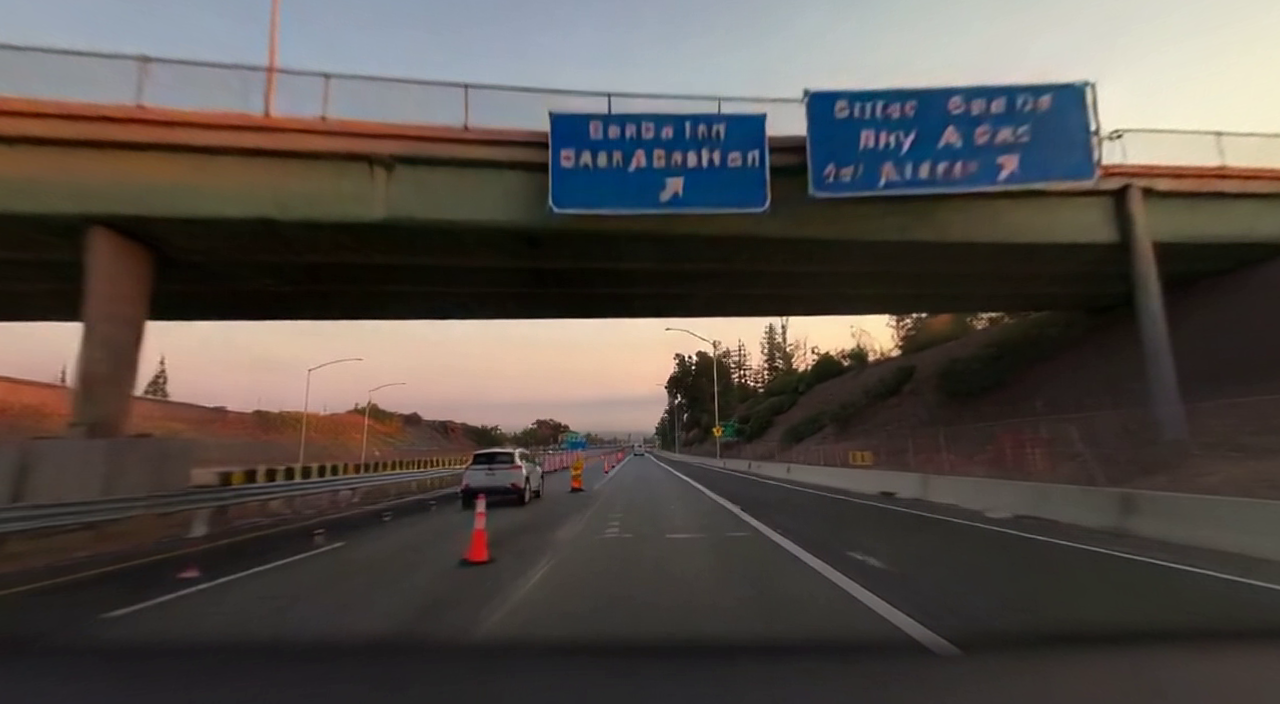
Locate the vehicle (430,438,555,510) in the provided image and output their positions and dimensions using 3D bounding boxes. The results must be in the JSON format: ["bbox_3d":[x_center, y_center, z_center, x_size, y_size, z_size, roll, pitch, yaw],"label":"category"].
[{"bbox_3d":[-3.577,3.075,16.403,2.069,1.560,5.018,0,-9,0],"label":"vehicle"}]
